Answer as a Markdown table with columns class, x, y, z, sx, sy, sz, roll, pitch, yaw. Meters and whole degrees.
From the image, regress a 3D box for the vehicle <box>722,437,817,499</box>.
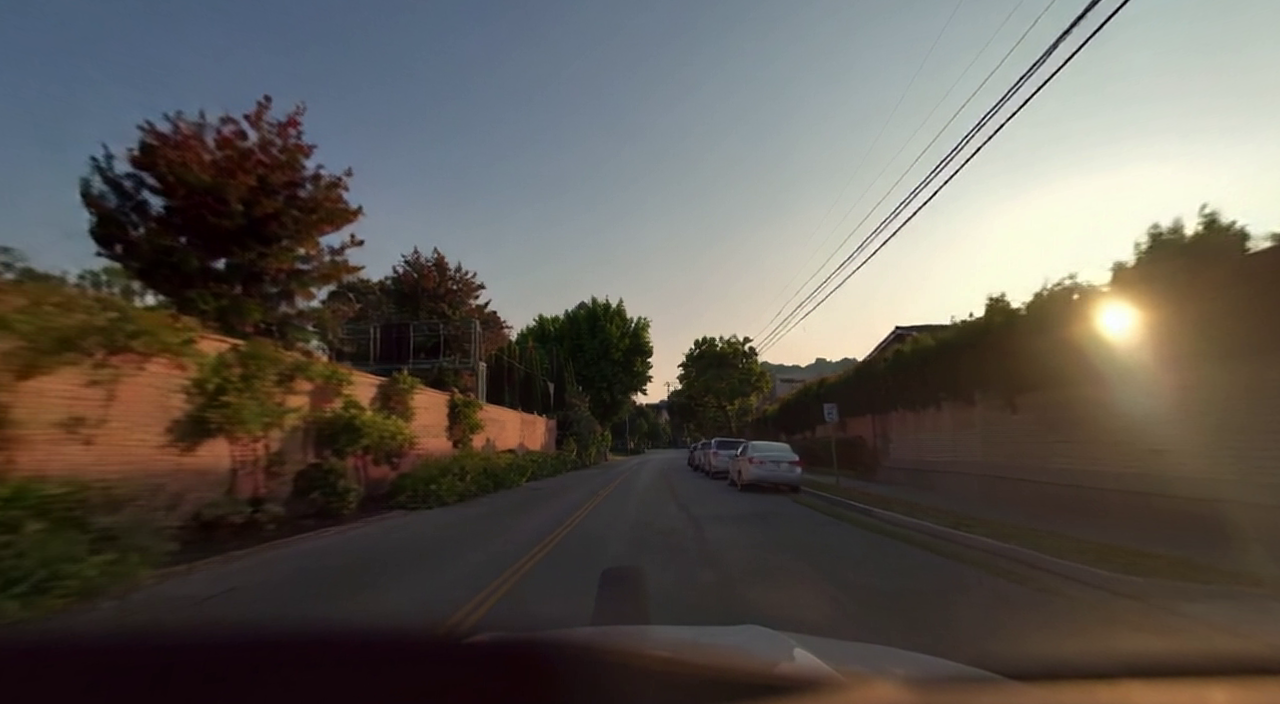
| class | x | y | z | sx | sy | sz | roll | pitch | yaw |
| --- | --- | --- | --- | --- | --- | --- | --- | --- | --- |
| vehicle | 3.918 | 3.553 | 20.011 | 2.048 | 1.596 | 5.543 | 2 | -8 | 2 |
